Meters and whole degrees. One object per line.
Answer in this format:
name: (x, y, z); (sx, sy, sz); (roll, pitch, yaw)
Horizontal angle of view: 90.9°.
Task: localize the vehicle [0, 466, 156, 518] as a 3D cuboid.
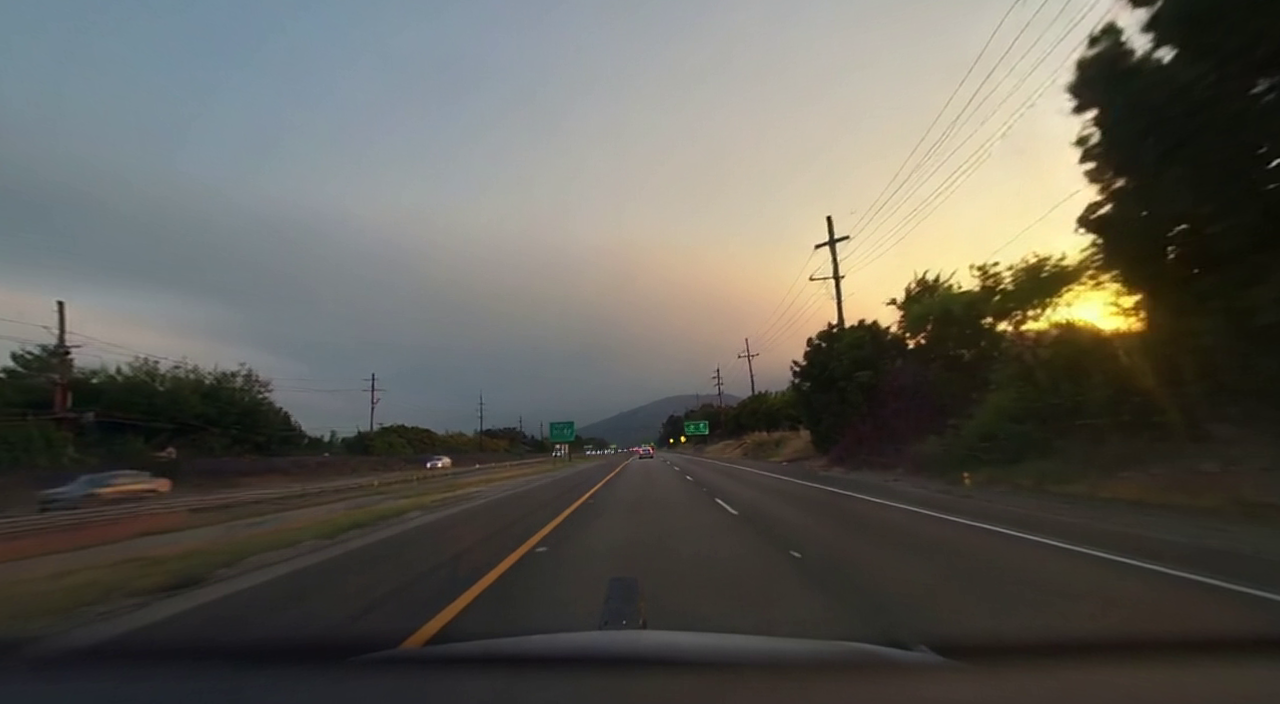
vehicle: (-20.669, 5.031, 23.116); (1.873, 1.536, 4.963); (-1, -9, 1)
